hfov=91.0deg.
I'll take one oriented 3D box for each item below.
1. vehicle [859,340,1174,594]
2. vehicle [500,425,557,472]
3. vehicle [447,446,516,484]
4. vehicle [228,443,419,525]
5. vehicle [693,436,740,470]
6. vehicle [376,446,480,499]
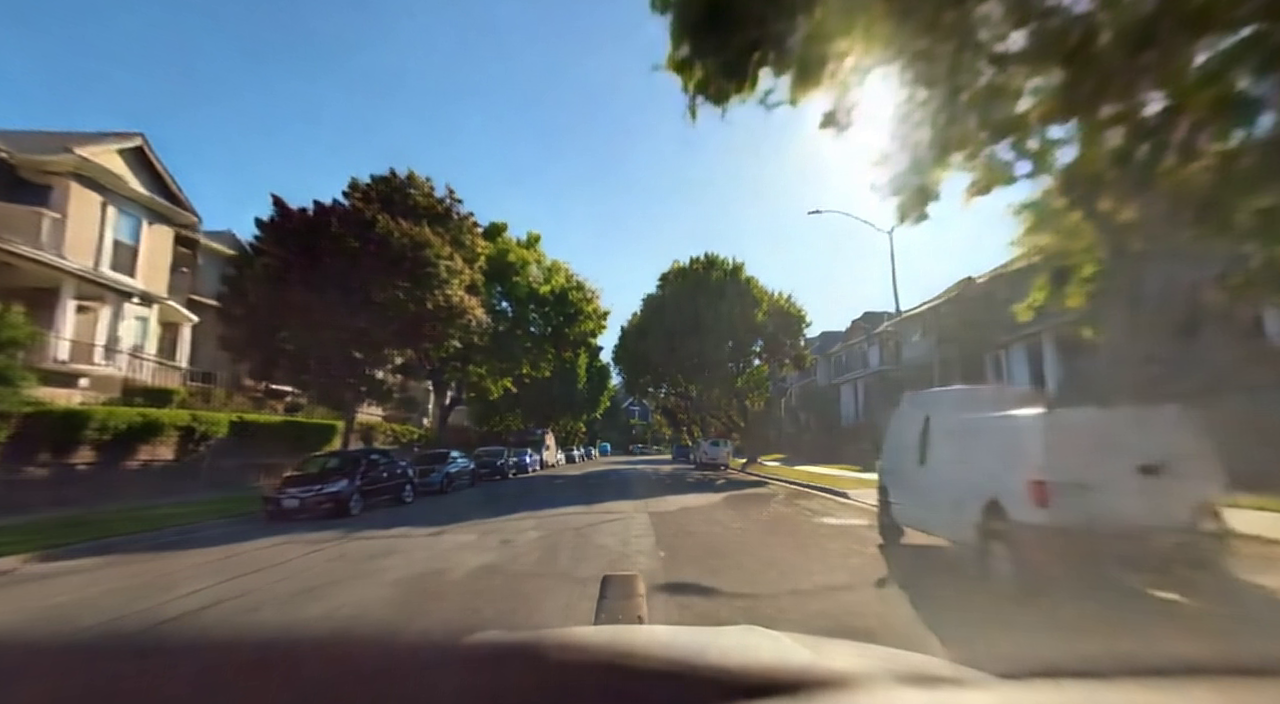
[{"bbox_3d":[4.100,1.279,7.353,2.158,2.478,2.078,-1,-9,-1],"label":"vehicle"},{"bbox_3d":[-6.800,6.056,39.121,2.341,2.674,5.753,-1,-10,1],"label":"vehicle"},{"bbox_3d":[-6.723,4.839,27.174,1.832,1.483,4.140,-1,-9,1],"label":"vehicle"},{"bbox_3d":[-6.896,2.923,14.457,2.003,1.501,4.779,-1,-10,-1],"label":"vehicle"},{"bbox_3d":[4.651,6.250,38.966,2.216,1.955,4.970,0,-9,-1],"label":"vehicle"},{"bbox_3d":[-6.746,3.869,20.617,1.845,1.475,4.495,-1,-9,0],"label":"vehicle"}]
